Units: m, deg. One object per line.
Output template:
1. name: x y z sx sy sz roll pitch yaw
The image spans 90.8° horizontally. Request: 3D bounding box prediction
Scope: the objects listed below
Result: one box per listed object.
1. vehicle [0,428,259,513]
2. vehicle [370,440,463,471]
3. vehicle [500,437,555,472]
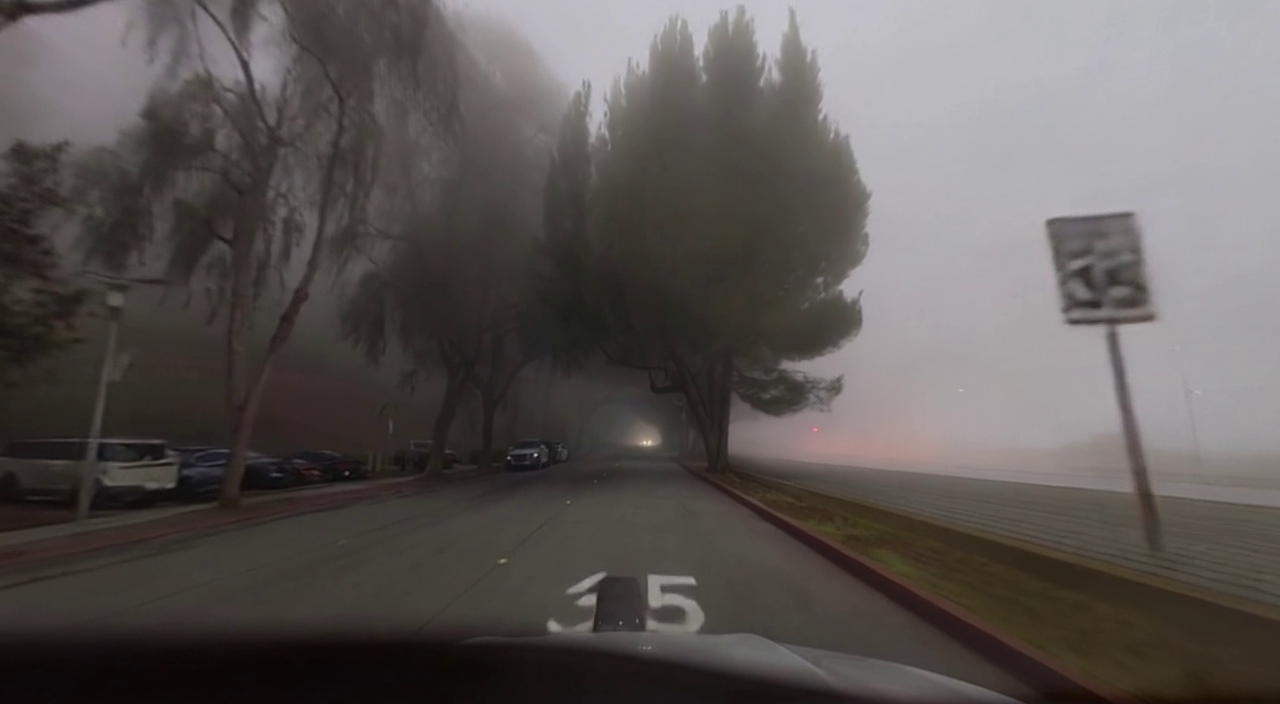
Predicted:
1. vehicle: -13.352 3.006 16.358 5.428 1.908 2.196 1 -8 0
2. vehicle: -13.818 6.400 39.258 4.991 1.692 1.960 2 -8 -1
3. vehicle: -6.362 5.847 36.509 2.109 1.847 5.553 0 -7 0
